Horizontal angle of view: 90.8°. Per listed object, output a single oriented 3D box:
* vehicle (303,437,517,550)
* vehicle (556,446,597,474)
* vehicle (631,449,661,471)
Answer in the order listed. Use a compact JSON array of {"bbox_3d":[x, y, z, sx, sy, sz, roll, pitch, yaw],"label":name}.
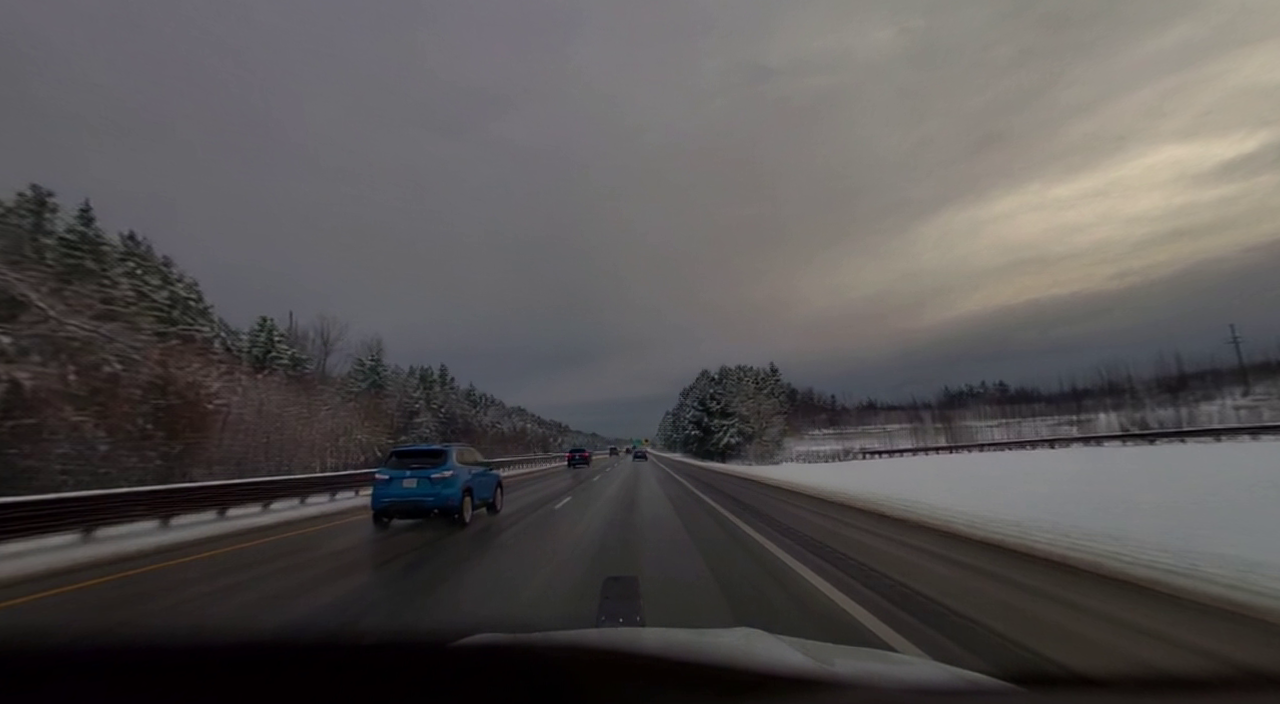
[{"bbox_3d":[-3.573,2.265,10.826,2.034,1.520,4.236,0,-9,1],"label":"vehicle"},{"bbox_3d":[-3.997,6.872,40.493,2.100,1.667,4.223,0,-9,1],"label":"vehicle"},{"bbox_3d":[0.428,7.897,46.373,2.046,1.452,4.407,0,-9,0],"label":"vehicle"}]
